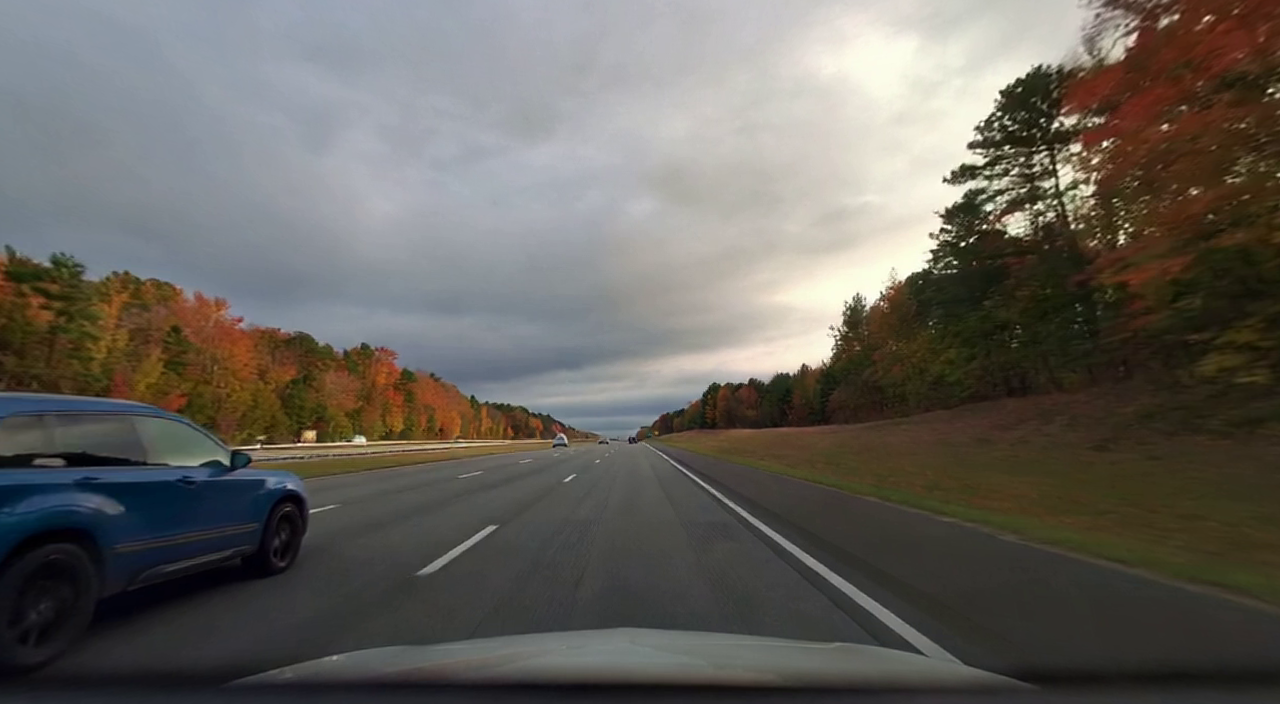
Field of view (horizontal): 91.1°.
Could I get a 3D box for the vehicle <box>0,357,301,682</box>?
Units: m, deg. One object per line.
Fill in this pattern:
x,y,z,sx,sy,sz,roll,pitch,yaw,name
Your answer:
-4.333,0.934,3.745,2.057,1.666,4.552,0,-8,0,vehicle
